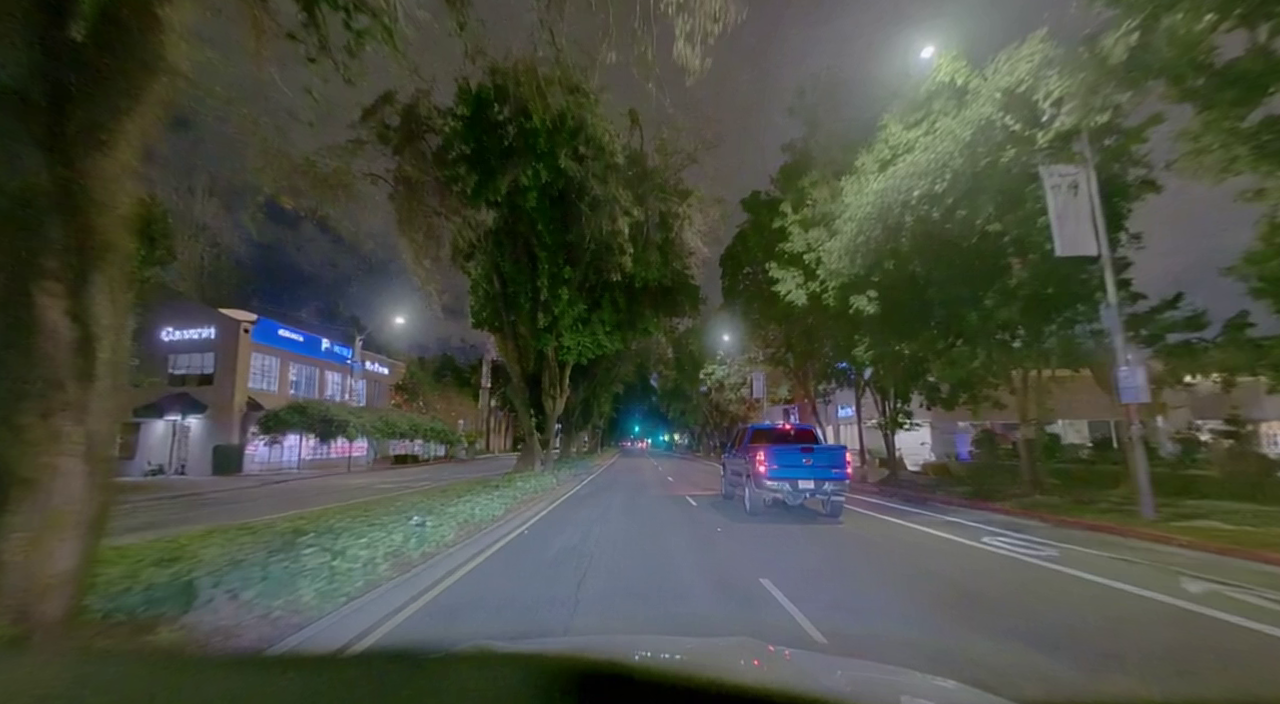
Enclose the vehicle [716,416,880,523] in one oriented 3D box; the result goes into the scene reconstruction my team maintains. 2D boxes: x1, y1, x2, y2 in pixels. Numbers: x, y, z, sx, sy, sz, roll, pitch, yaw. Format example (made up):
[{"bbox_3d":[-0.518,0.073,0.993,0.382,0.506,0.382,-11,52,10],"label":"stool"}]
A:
[{"bbox_3d":[3.053,2.431,13.583,2.085,1.828,5.383,0,-8,-1],"label":"vehicle"}]
